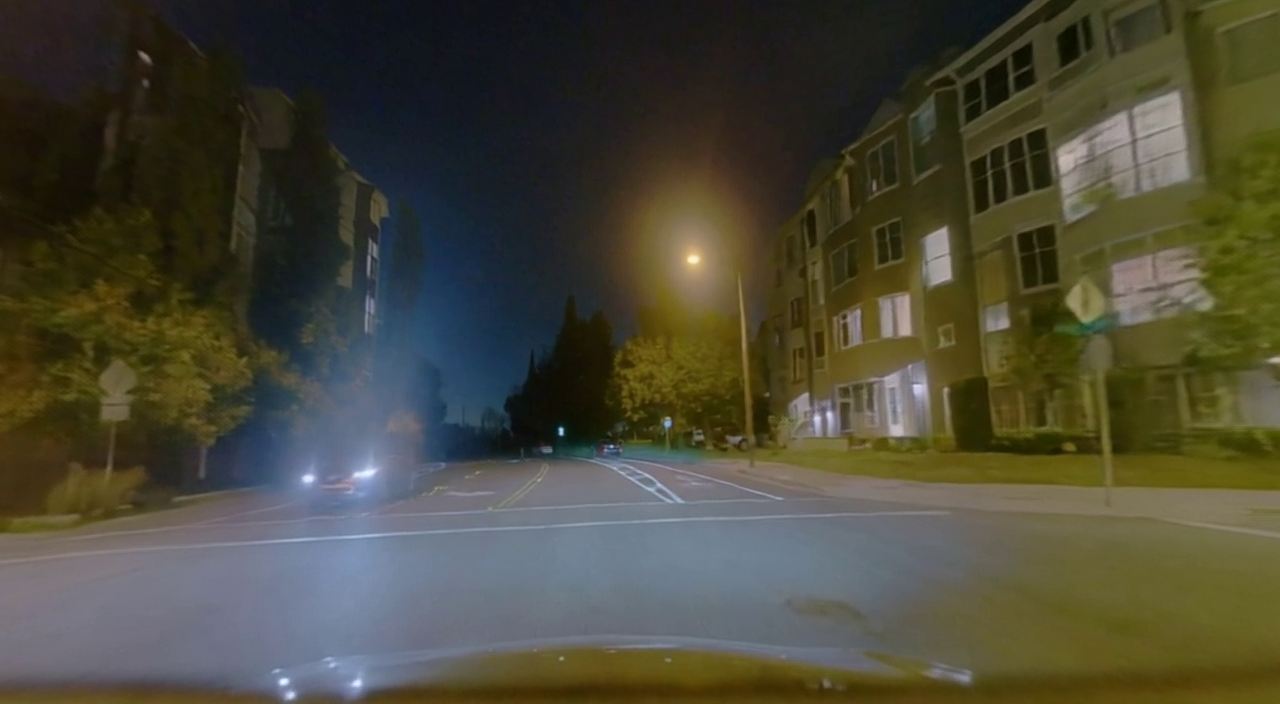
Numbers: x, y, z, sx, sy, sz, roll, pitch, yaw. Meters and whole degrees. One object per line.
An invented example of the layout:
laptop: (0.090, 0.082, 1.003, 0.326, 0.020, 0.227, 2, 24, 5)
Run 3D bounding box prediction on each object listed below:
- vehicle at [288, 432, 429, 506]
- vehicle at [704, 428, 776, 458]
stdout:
vehicle: (-7.888, 3.284, 18.348, 2.247, 1.801, 4.672, 0, -8, -5)
vehicle: (7.433, 6.786, 47.064, 4.697, 1.861, 2.126, 1, -12, -19)
